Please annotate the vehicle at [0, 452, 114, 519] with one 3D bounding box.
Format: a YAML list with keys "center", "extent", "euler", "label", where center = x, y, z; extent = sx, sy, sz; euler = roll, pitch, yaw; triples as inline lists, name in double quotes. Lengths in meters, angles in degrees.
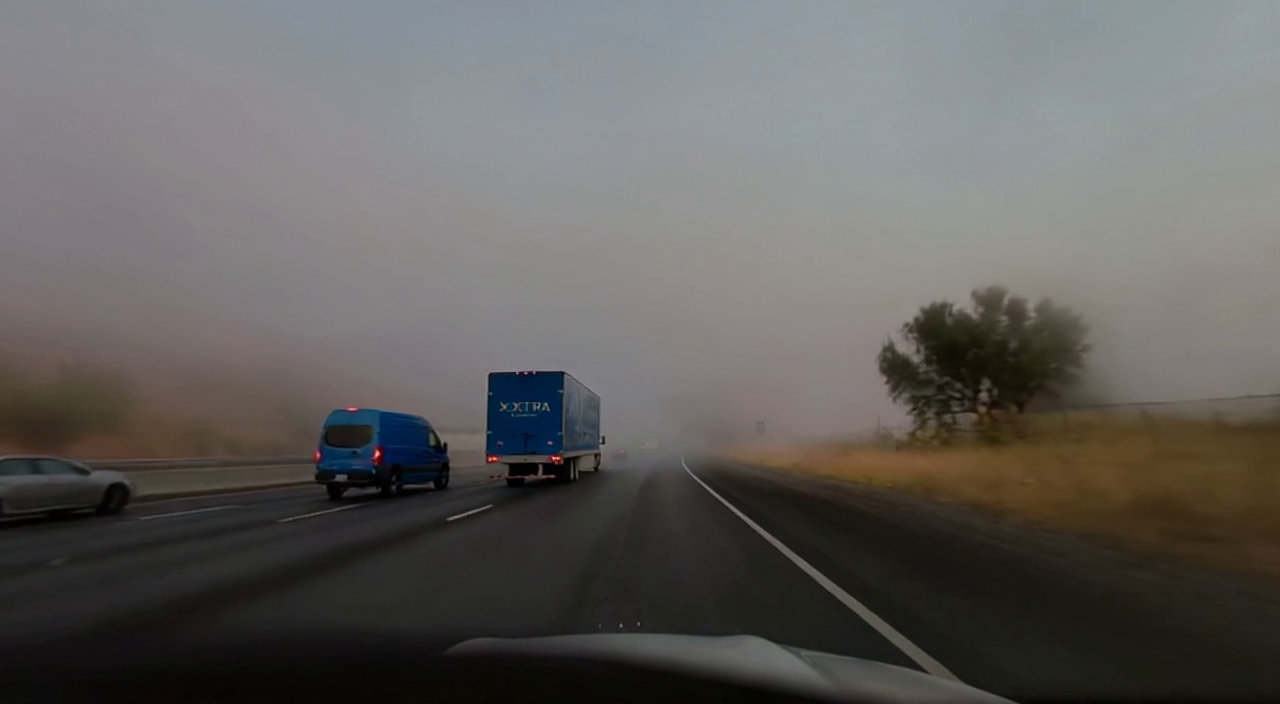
- center: [-15.501, 3.142, 14.921]
  extent: [1.901, 1.487, 4.622]
  euler: [0, -8, 3]
  label: "vehicle"

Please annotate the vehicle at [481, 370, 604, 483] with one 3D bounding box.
- center: [-3.778, 3.360, 27.461]
  extent: [3.183, 4.011, 9.617]
  euler: [0, -8, 4]
  label: "vehicle"

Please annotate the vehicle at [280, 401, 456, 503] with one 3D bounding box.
- center: [-7.930, 3.029, 19.346]
  extent: [2.469, 2.615, 5.874]
  euler: [0, -8, 3]
  label: "vehicle"
